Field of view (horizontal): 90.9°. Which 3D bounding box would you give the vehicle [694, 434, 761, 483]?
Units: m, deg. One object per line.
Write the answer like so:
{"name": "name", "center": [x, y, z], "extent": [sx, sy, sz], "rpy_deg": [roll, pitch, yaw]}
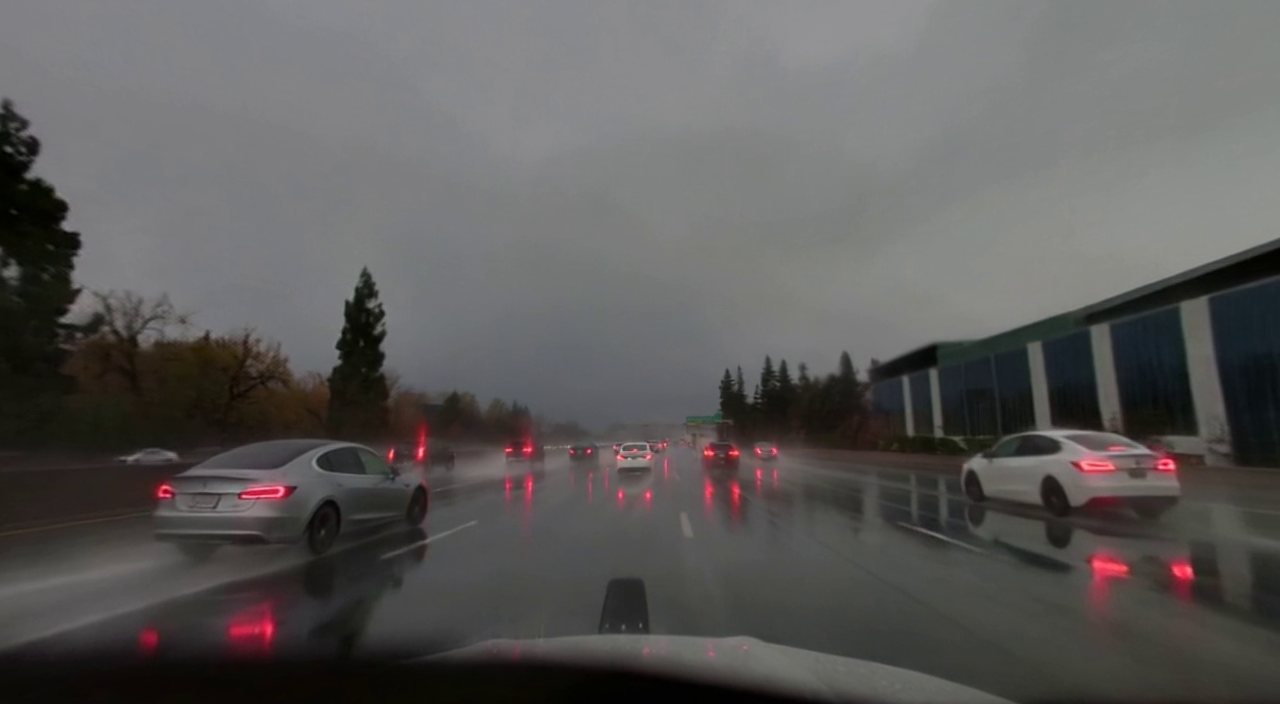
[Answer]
{"name": "vehicle", "center": [3.274, 4.083, 24.476], "extent": [2.114, 1.715, 4.136], "rpy_deg": [-1, -8, 2]}

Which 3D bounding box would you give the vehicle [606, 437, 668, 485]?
{"name": "vehicle", "center": [-0.019, 4.059, 23.784], "extent": [2.102, 1.624, 4.257], "rpy_deg": [-1, -8, 3]}

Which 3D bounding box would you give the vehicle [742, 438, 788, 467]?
{"name": "vehicle", "center": [7.958, 6.432, 40.519], "extent": [2.071, 1.754, 4.484], "rpy_deg": [0, -8, 1]}

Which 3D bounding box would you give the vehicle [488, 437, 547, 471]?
{"name": "vehicle", "center": [-7.123, 5.994, 37.382], "extent": [2.187, 1.851, 5.085], "rpy_deg": [-1, -8, 4]}

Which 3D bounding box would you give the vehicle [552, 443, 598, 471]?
{"name": "vehicle", "center": [-3.562, 5.846, 35.231], "extent": [1.886, 1.455, 4.148], "rpy_deg": [-1, -8, 3]}

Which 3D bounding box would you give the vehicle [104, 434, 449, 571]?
{"name": "vehicle", "center": [-4.735, 1.999, 9.316], "extent": [2.116, 1.473, 4.644], "rpy_deg": [-1, -8, 4]}

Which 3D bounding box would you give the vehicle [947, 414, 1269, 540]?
{"name": "vehicle", "center": [7.767, 2.111, 11.360], "extent": [1.960, 1.726, 5.016], "rpy_deg": [0, -8, 1]}
